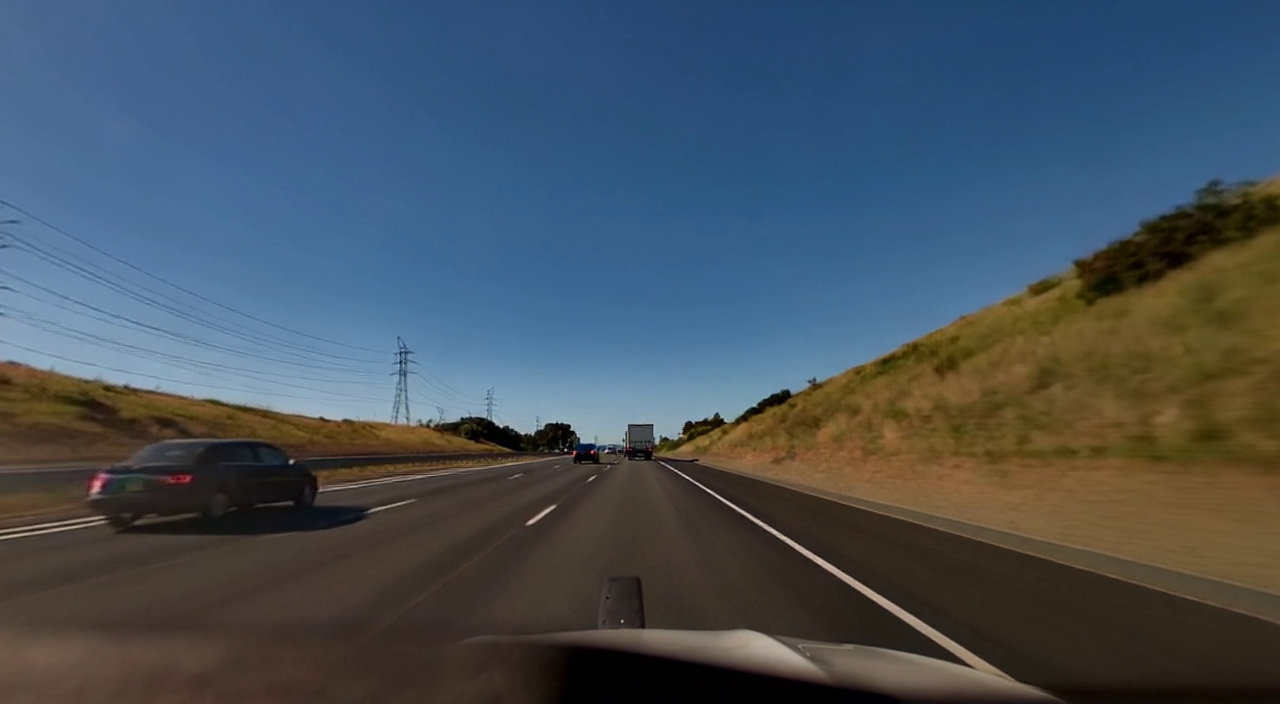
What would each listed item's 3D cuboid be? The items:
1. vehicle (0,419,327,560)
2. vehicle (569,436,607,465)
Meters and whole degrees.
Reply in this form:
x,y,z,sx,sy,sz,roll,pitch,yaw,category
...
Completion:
x,y,z,sx,sy,sz,roll,pitch,yaw,category
-6.892,1.892,9.399,2.066,1.558,4.607,0,-9,0,vehicle
-3.625,6.940,44.545,2.207,1.949,4.911,0,-9,1,vehicle
